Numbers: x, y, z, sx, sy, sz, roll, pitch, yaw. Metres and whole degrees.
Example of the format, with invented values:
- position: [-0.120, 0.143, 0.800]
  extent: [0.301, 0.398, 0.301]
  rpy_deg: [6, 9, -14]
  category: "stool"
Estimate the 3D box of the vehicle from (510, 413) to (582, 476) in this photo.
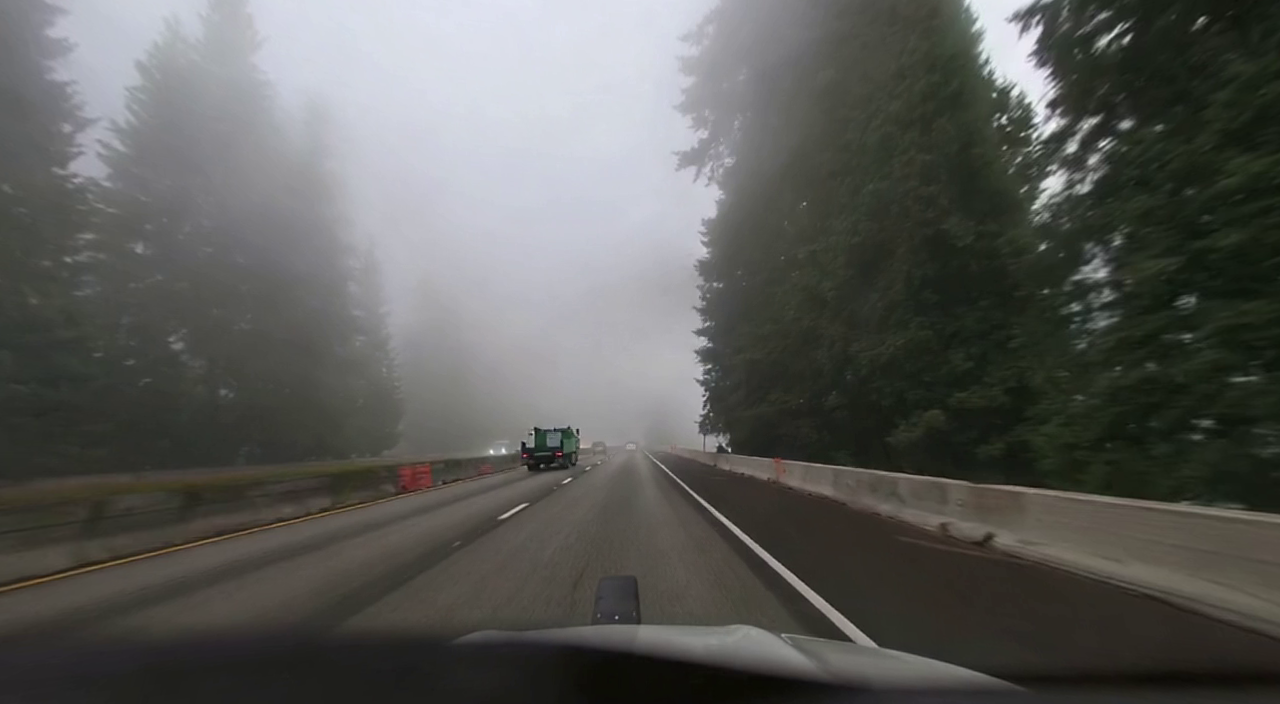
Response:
- position: [-4.252, 4.366, 29.744]
  extent: [2.484, 2.625, 5.907]
  rpy_deg: [0, -8, 0]
  category: "vehicle"
